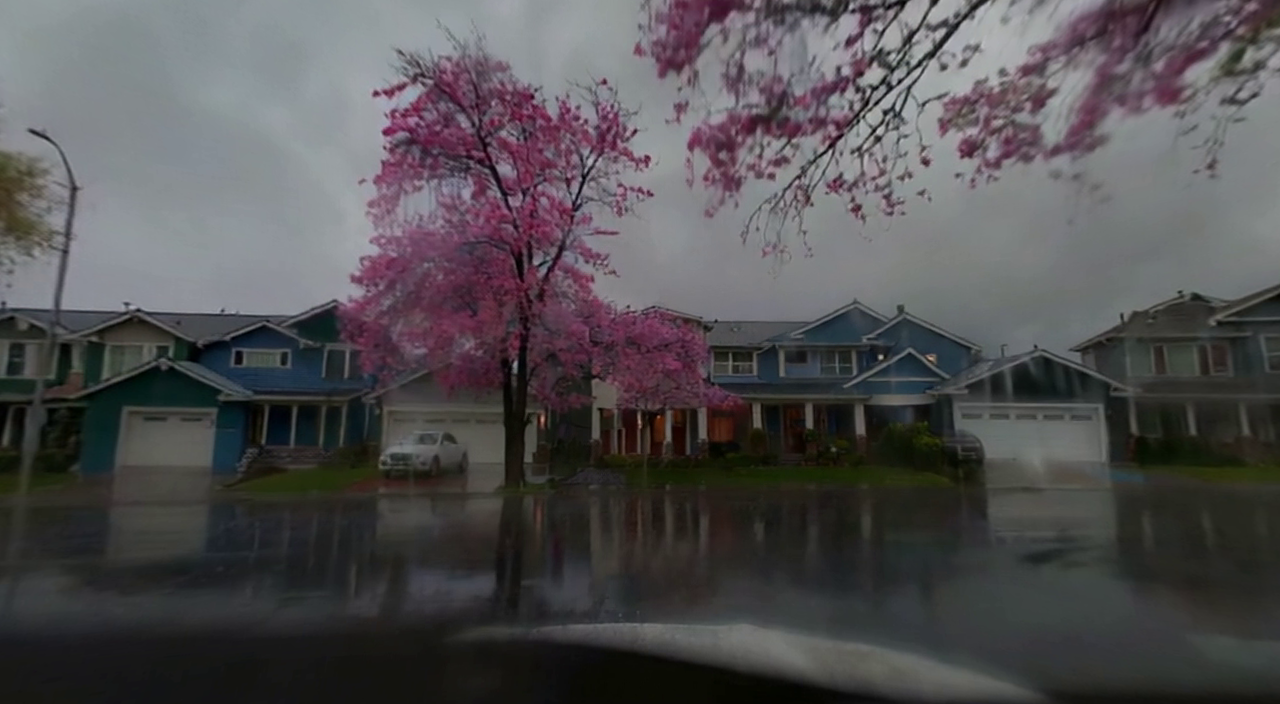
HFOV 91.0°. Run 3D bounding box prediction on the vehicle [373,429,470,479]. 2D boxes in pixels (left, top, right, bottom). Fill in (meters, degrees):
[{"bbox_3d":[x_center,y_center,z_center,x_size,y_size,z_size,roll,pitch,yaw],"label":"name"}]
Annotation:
[{"bbox_3d":[-7.205,3.421,21.292,1.968,1.491,4.486,1,-8,-4],"label":"vehicle"}]
